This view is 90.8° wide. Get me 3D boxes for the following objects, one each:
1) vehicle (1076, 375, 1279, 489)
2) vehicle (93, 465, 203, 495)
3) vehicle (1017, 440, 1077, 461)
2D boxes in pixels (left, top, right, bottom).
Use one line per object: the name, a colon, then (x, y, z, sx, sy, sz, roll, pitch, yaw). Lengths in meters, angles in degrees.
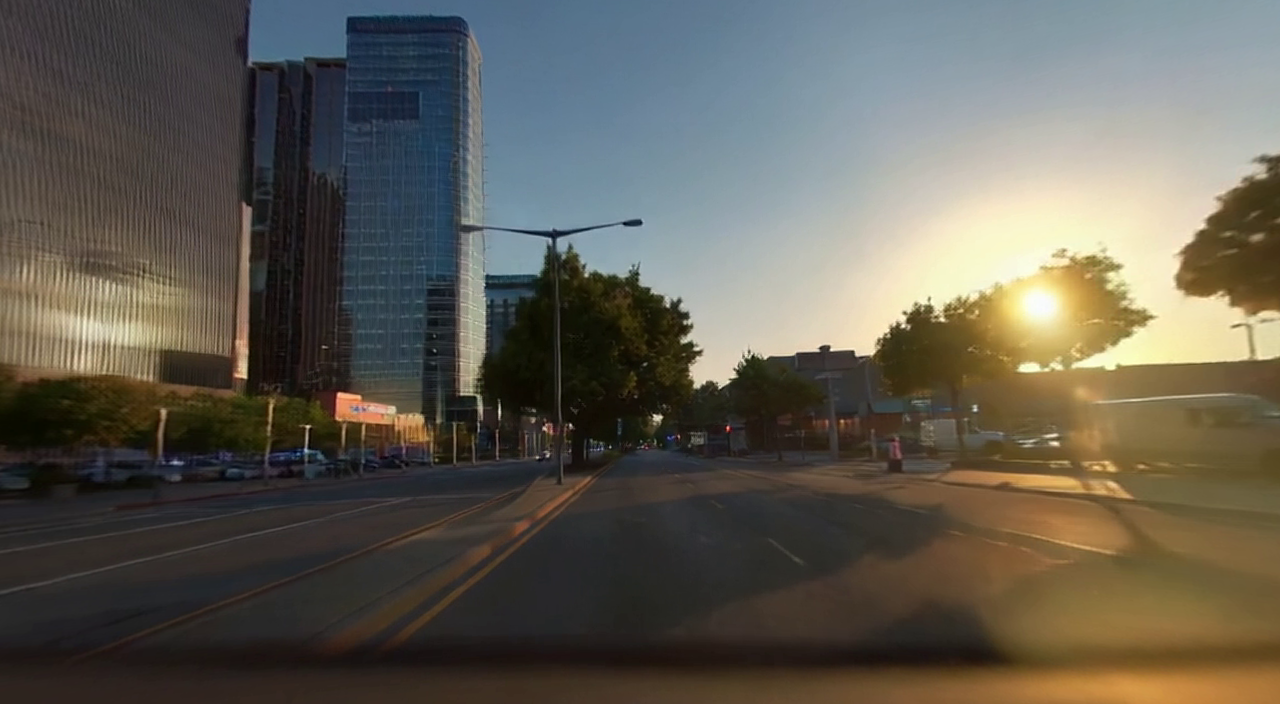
vehicle: (19.477, 2.879, 21.956, 2.630, 3.176, 8.459, -4, -10, 2)
vehicle: (-27.484, 7.110, 35.376, 4.633, 1.454, 1.909, 7, -11, -41)
vehicle: (29.990, 7.277, 46.737, 1.748, 1.435, 3.949, 0, -9, -1)
